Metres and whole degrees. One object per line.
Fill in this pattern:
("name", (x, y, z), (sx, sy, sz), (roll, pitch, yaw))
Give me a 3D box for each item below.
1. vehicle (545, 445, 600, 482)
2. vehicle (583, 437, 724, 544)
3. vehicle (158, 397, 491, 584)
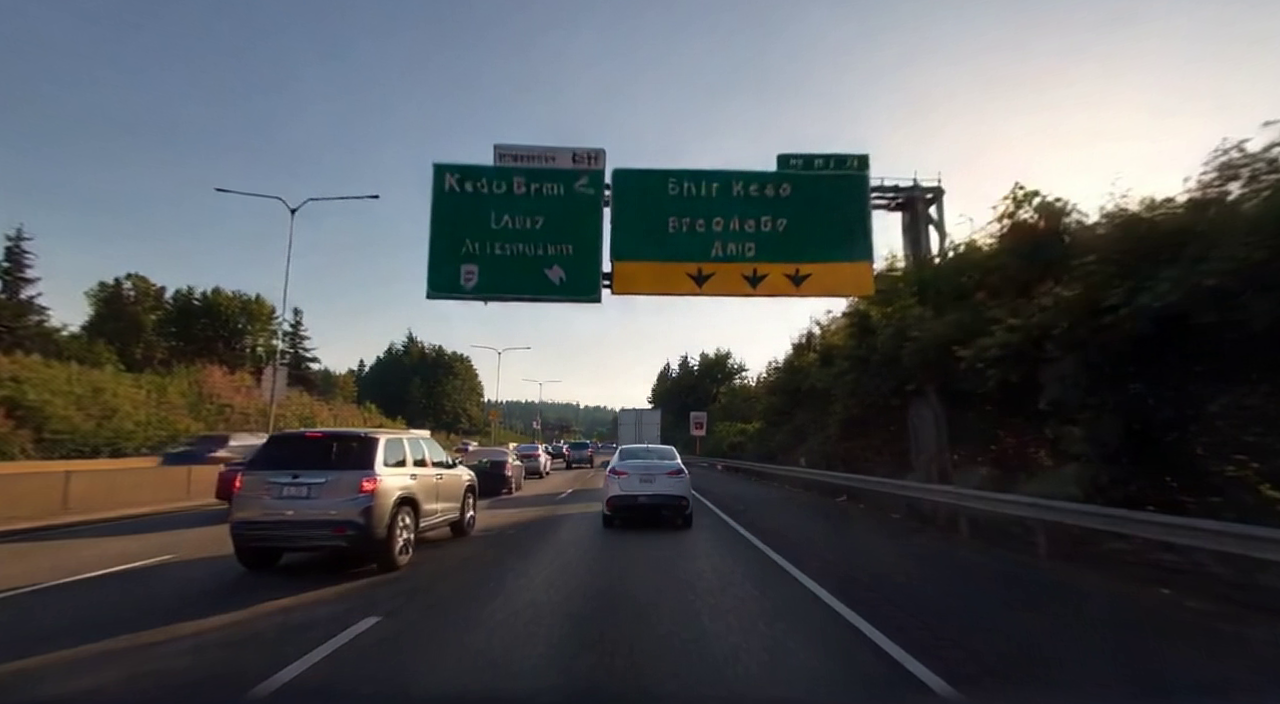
("vehicle", (-2.855, 4.804, 27.304), (1.998, 1.466, 3.684), (0, -9, 0))
("vehicle", (0.188, 2.231, 10.669), (1.995, 1.495, 3.380), (0, -9, 0))
("vehicle", (-3.691, 1.738, 8.665), (2.051, 1.829, 4.736), (0, -9, 1))
